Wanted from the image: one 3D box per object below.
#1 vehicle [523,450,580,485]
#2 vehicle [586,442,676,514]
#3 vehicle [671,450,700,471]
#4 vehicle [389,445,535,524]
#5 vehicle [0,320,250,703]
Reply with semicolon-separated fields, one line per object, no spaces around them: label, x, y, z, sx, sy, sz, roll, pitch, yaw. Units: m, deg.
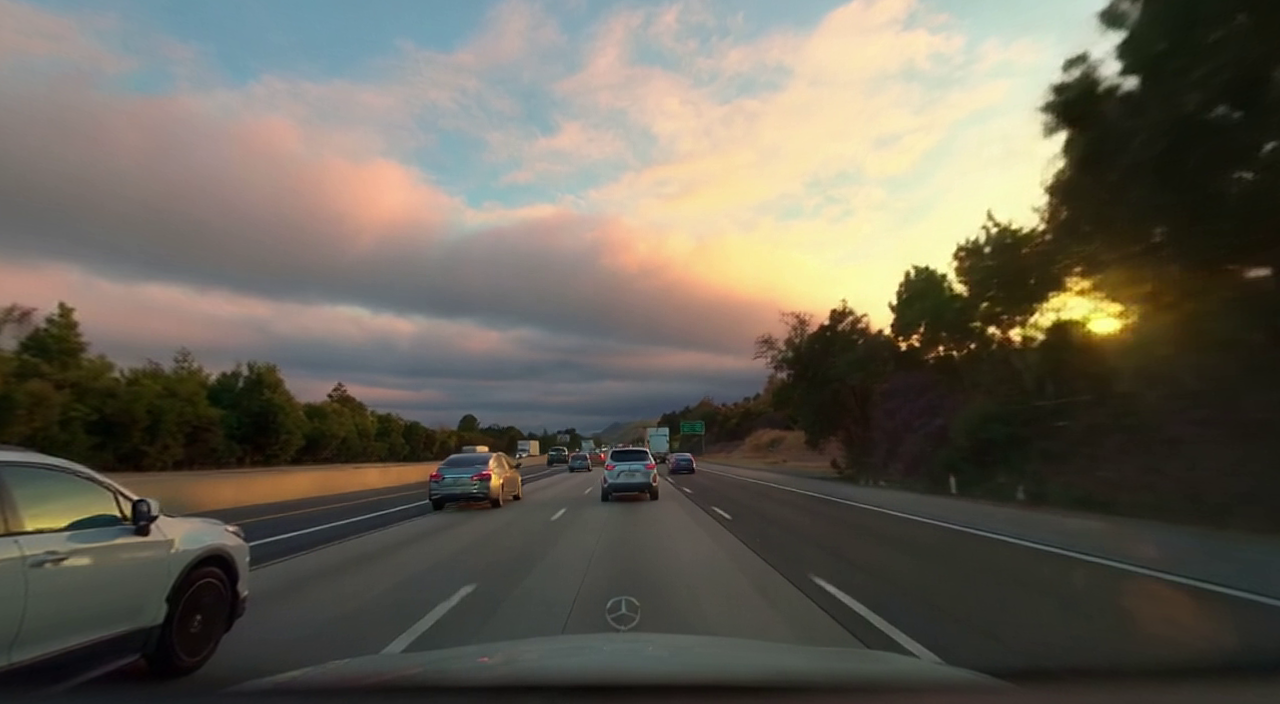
vehicle;-4.026;5.344;29.426;1.999;1.484;4.269;0;-9;1
vehicle;-0.195;3.081;15.761;1.996;1.574;3.426;0;-9;0
vehicle;3.491;8.440;49.209;1.858;1.537;3.838;0;-9;-2
vehicle;-3.790;2.906;14.367;1.988;1.501;4.438;0;-9;0
vehicle;-3.953;0.681;1.954;2.243;1.889;4.949;0;-9;1
